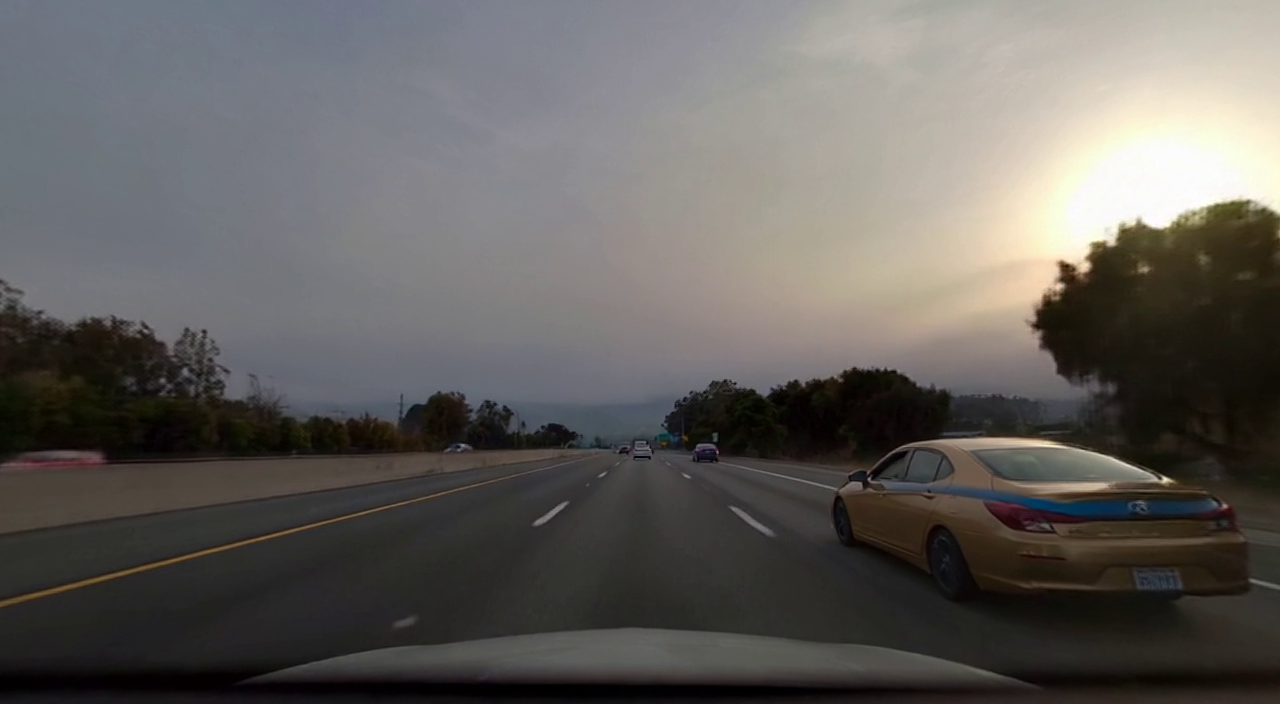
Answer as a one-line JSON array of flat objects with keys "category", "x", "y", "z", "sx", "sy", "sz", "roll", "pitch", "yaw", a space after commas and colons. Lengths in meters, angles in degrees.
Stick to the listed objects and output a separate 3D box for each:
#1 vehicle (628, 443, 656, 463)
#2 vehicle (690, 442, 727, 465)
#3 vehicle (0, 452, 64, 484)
[{"category": "vehicle", "x": 0.131, "y": 7.587, "z": 47.326, "sx": 2.052, "sy": 1.449, "sz": 3.857, "roll": 0, "pitch": -8, "yaw": 0}, {"category": "vehicle", "x": 4.708, "y": 7.101, "z": 44.005, "sx": 2.008, "sy": 1.524, "sz": 4.598, "roll": 0, "pitch": -8, "yaw": -1}, {"category": "vehicle", "x": -32.903, "y": 5.955, "z": 32.363, "sx": 1.846, "sy": 1.532, "sz": 4.728, "roll": 0, "pitch": -8, "yaw": 1}]
